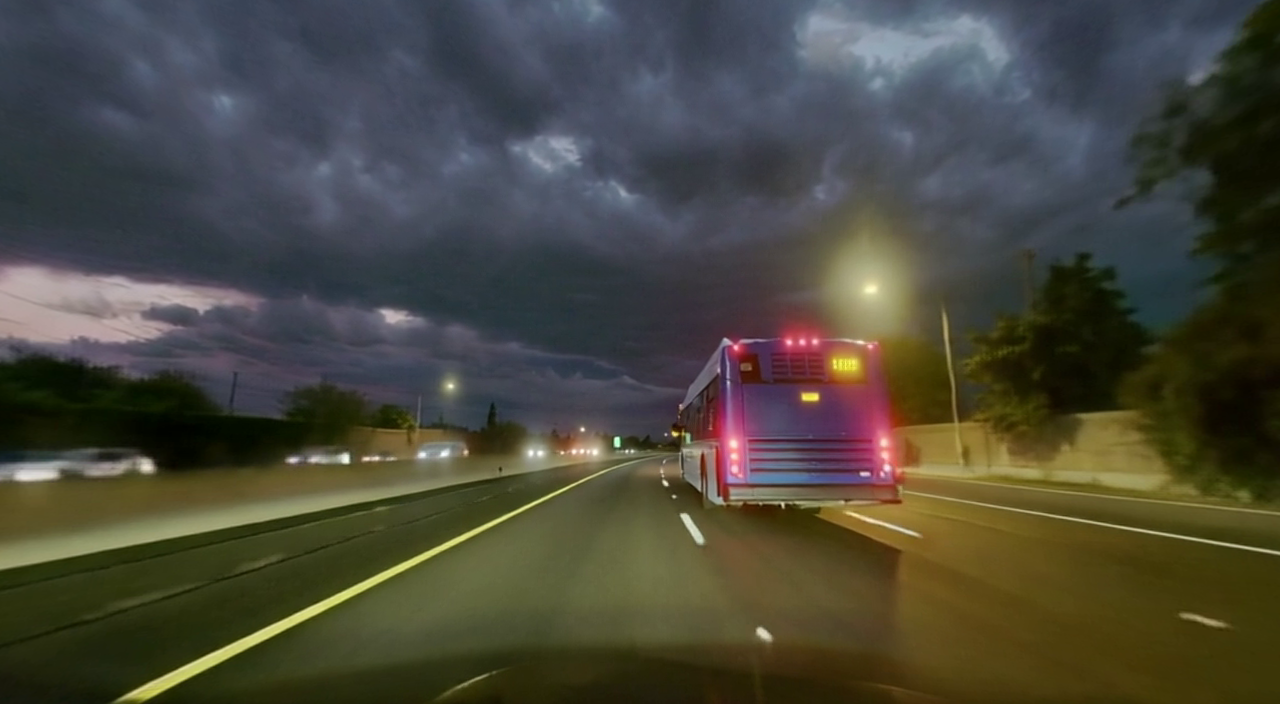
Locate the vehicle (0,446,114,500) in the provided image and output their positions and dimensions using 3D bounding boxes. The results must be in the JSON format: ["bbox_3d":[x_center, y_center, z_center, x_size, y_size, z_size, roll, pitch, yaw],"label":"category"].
[{"bbox_3d":[-18.853,3.612,19.175,1.900,1.479,4.436,0,-9,1],"label":"vehicle"}]

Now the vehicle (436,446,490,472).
[{"bbox_3d":[-10.882,6.608,39.216,1.921,1.497,4.443,0,-9,2],"label":"vehicle"}]

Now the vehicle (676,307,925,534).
[{"bbox_3d":[2.902,2.118,17.236,3.144,3.580,14.591,0,-9,1],"label":"vehicle"}]

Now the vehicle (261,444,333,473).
[{"bbox_3d":[-21.620,6.689,40.048,1.942,1.712,4.495,0,-9,1],"label":"vehicle"}]

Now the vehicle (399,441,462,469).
[{"bbox_3d":[-14.852,7.330,45.245,2.263,1.881,5.692,0,-9,3],"label":"vehicle"}]
